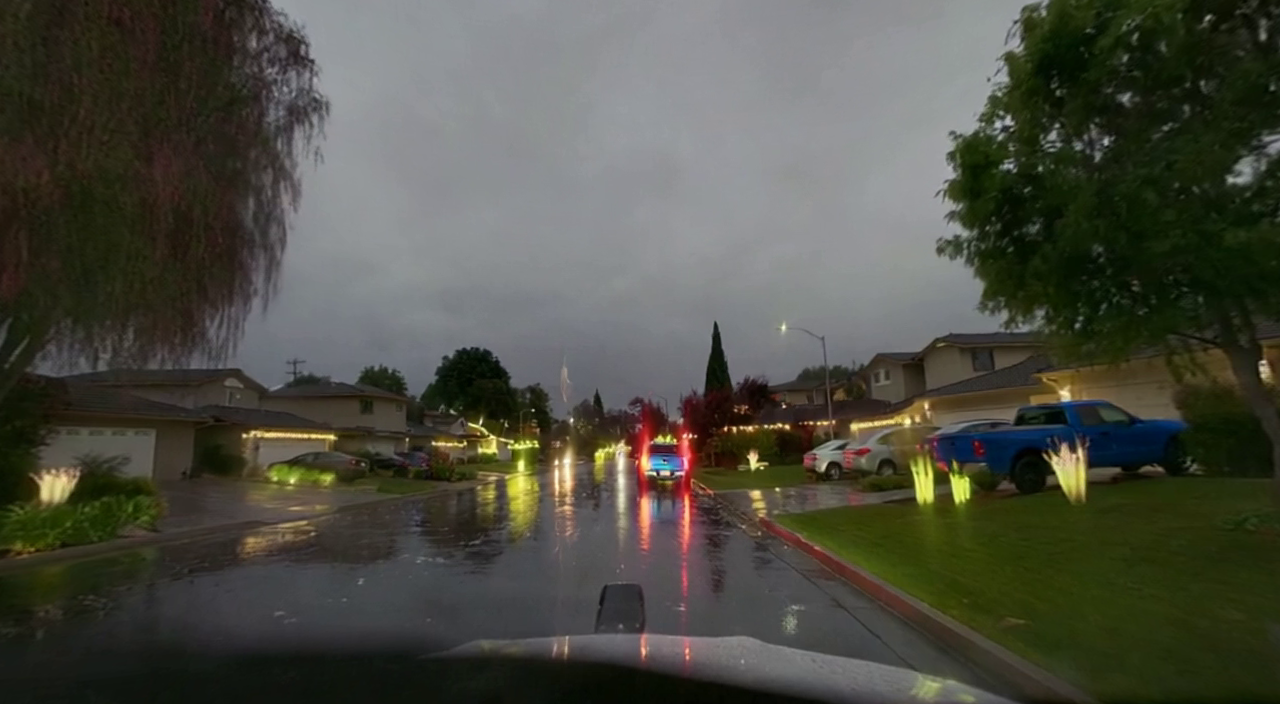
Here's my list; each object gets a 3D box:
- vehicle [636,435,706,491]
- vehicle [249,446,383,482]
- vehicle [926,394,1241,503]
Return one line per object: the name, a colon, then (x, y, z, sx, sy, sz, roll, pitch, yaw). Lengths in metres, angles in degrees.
vehicle: (1.259, 4.502, 26.103, 2.552, 2.024, 5.414, -1, -8, 3)
vehicle: (-14.334, 4.951, 28.175, 4.916, 1.485, 1.807, 0, -9, -3)
vehicle: (8.407, 1.887, 12.368, 4.554, 1.515, 1.858, -6, -9, 3)
